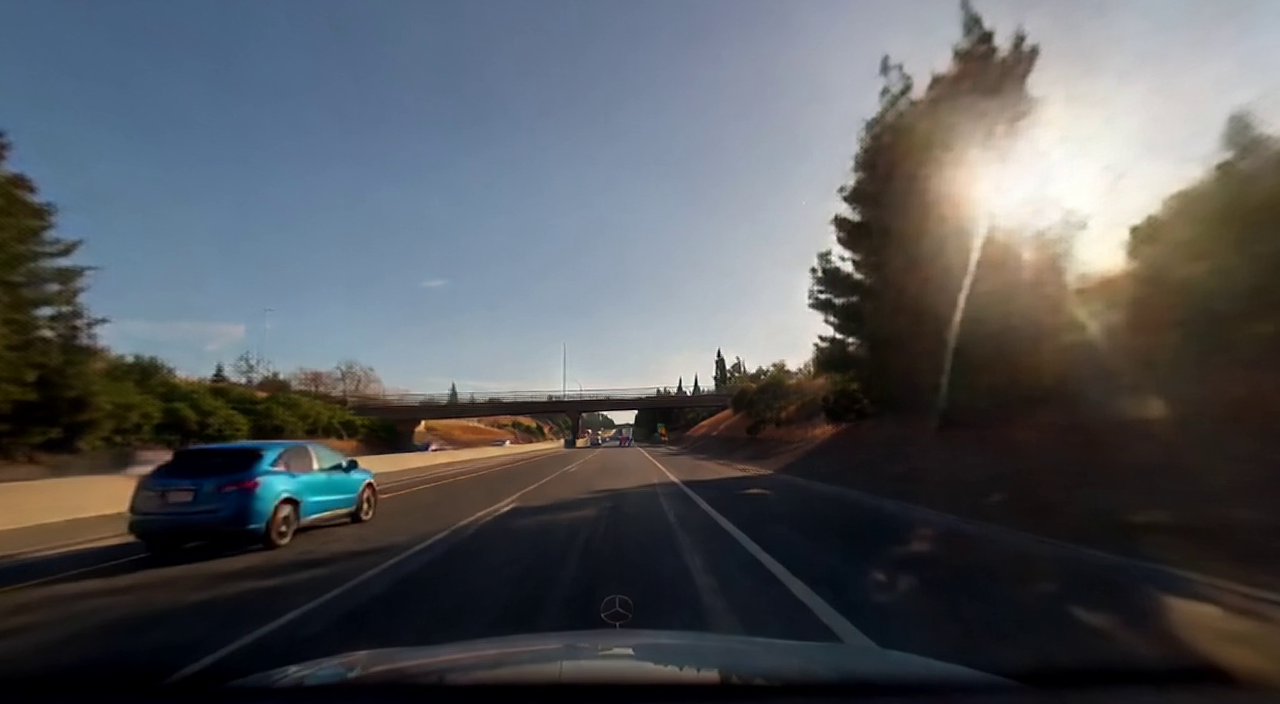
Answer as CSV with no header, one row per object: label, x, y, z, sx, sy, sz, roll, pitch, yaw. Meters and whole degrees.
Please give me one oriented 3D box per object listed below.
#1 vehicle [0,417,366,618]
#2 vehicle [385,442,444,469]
vehicle,-4.748,1.511,6.740,1.965,1.513,3.774,0,-8,-1
vehicle,-13.679,6.307,38.532,1.936,1.472,4.802,0,-8,-1
